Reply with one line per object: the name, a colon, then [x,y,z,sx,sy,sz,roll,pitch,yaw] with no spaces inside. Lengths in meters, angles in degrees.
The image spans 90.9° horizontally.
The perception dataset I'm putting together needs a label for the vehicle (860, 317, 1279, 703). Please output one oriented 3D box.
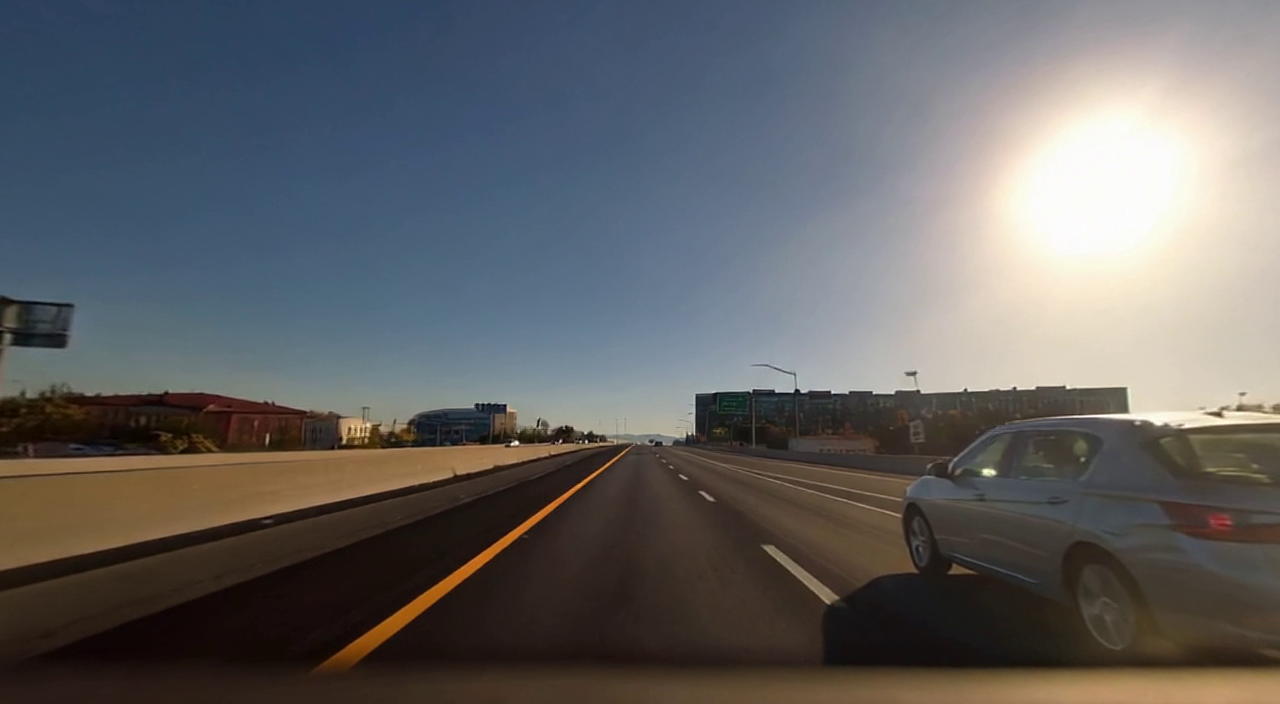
vehicle: [3.206,1.027,4.103,2.059,1.715,4.192,0,-8,1]
